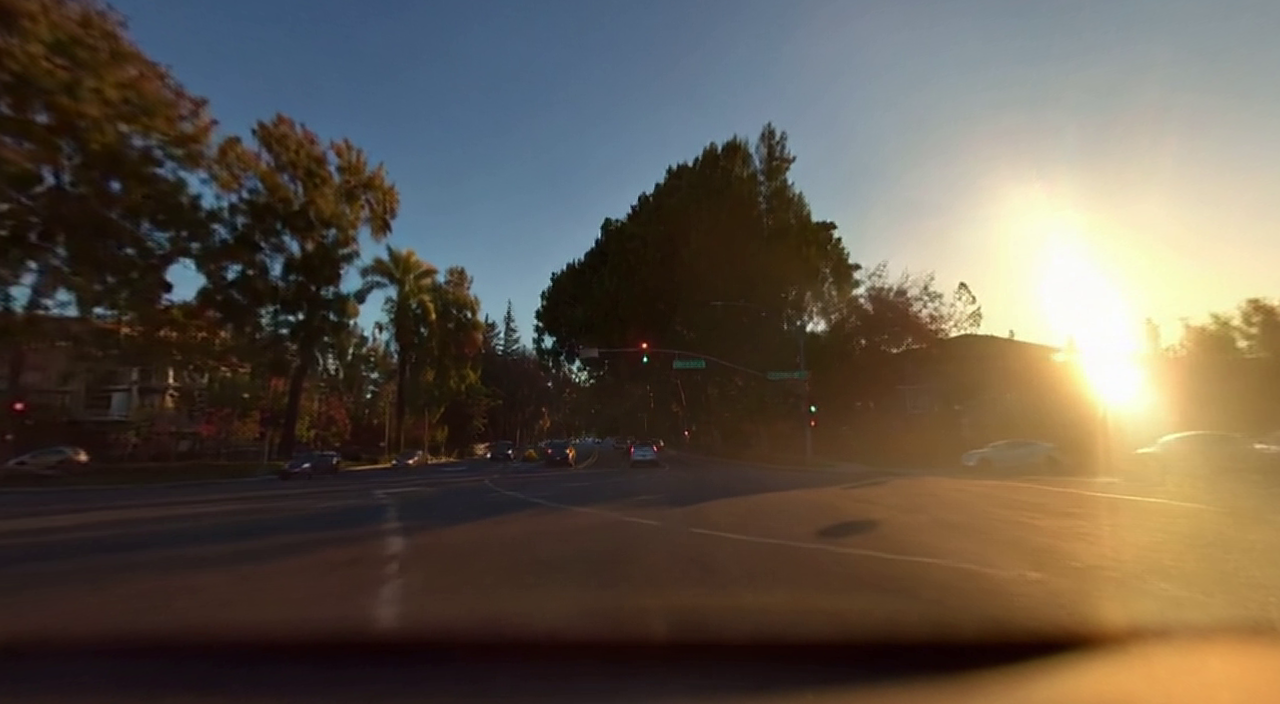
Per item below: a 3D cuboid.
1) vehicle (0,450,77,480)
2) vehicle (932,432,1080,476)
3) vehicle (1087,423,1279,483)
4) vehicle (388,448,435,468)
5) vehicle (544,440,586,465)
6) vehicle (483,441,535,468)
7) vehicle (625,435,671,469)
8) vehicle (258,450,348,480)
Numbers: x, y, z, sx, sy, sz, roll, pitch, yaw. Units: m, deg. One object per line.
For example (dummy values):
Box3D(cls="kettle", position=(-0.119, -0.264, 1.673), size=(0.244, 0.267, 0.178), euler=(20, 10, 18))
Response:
Box3D(cls="vehicle", position=(-38.522, 7.089, 39.755), size=(1.872, 1.695, 4.560), euler=(1, -8, -2))
Box3D(cls="vehicle", position=(15.206, 4.255, 26.430), size=(4.732, 1.713, 2.257), euler=(-1, -8, 3))
Box3D(cls="vehicle", position=(16.588, 2.992, 18.719), size=(4.869, 1.648, 2.250), euler=(0, -8, 1))
Box3D(cls="vehicle", position=(-18.021, 8.401, 49.971), size=(1.915, 1.477, 4.411), euler=(0, -8, 3))
Box3D(cls="vehicle", position=(-4.705, 6.384, 40.195), size=(1.994, 1.494, 4.599), euler=(0, -8, 1))
Box3D(cls="vehicle", position=(-7.770, 6.105, 37.737), size=(2.154, 1.499, 4.461), euler=(0, -8, 0))
Box3D(cls="vehicle", position=(0.421, 5.578, 35.355), size=(2.437, 1.737, 4.420), euler=(0, -8, 0))
Box3D(cls="vehicle", position=(-19.562, 6.536, 36.860), size=(2.164, 1.556, 4.678), euler=(-1, -8, 9))
